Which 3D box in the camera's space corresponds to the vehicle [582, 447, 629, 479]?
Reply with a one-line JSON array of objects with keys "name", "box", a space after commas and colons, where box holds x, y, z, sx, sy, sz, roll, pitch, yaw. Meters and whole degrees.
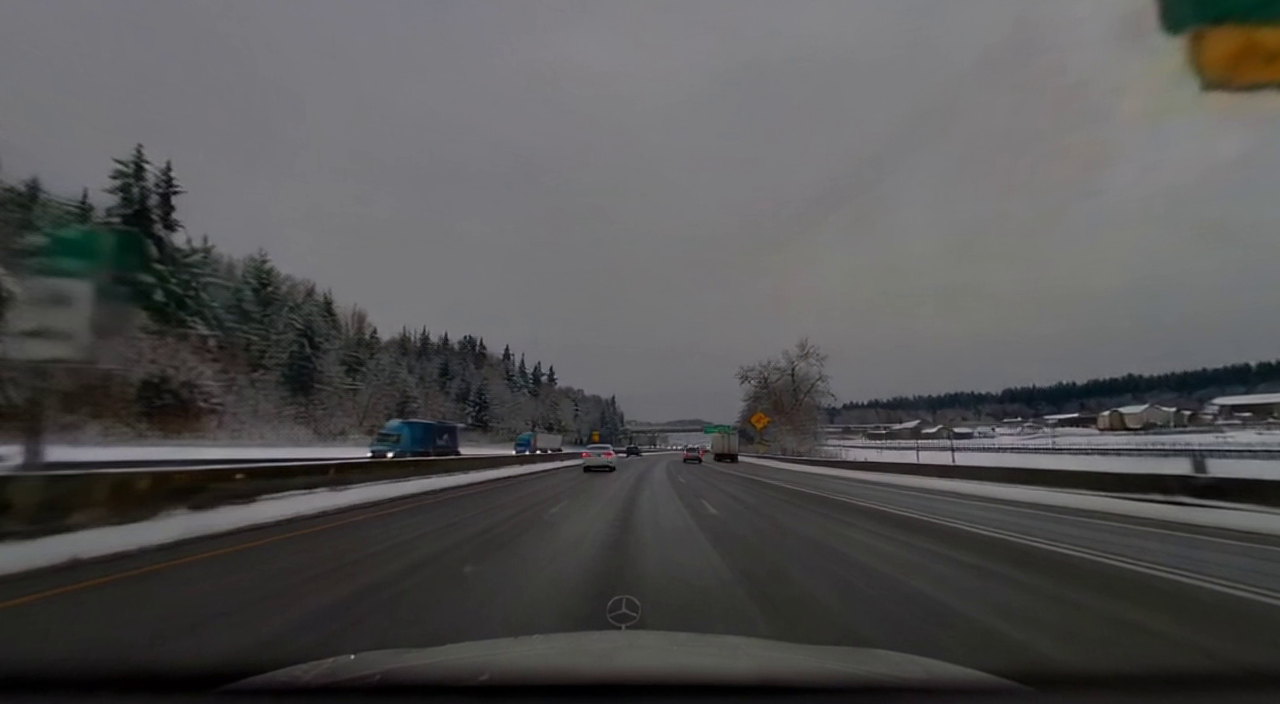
[{"name": "vehicle", "box": [-1.680, 5.587, 31.997, 2.035, 1.513, 4.272, 0, -9, 1]}]
